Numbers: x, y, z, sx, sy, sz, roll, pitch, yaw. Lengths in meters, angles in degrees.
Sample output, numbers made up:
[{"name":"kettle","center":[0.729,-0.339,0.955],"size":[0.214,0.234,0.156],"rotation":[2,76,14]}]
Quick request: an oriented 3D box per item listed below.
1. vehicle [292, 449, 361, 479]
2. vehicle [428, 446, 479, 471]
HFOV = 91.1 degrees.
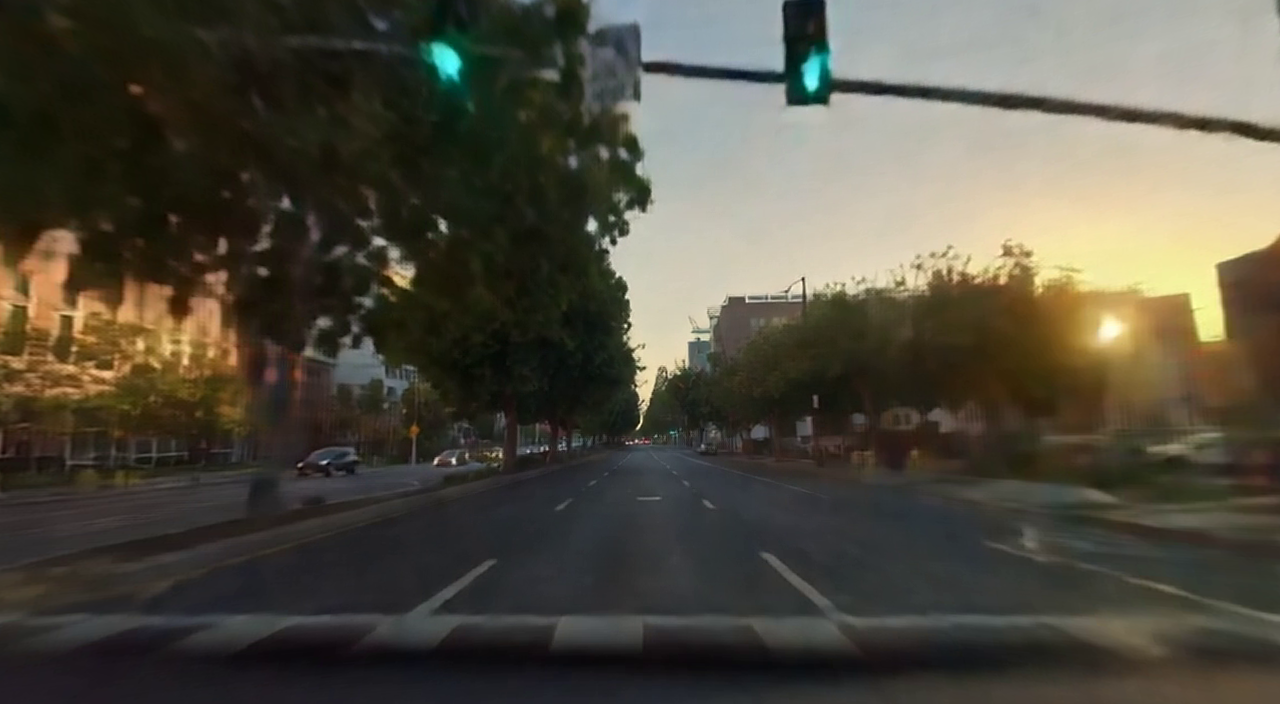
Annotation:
[{"name":"vehicle","center":[-18.091,6.456,36.495],"size":[1.816,1.527,4.226],"rotation":[0,-8,0]},{"name":"vehicle","center":[-11.547,6.598,39.131],"size":[1.712,1.459,4.614],"rotation":[-1,-8,1]}]
